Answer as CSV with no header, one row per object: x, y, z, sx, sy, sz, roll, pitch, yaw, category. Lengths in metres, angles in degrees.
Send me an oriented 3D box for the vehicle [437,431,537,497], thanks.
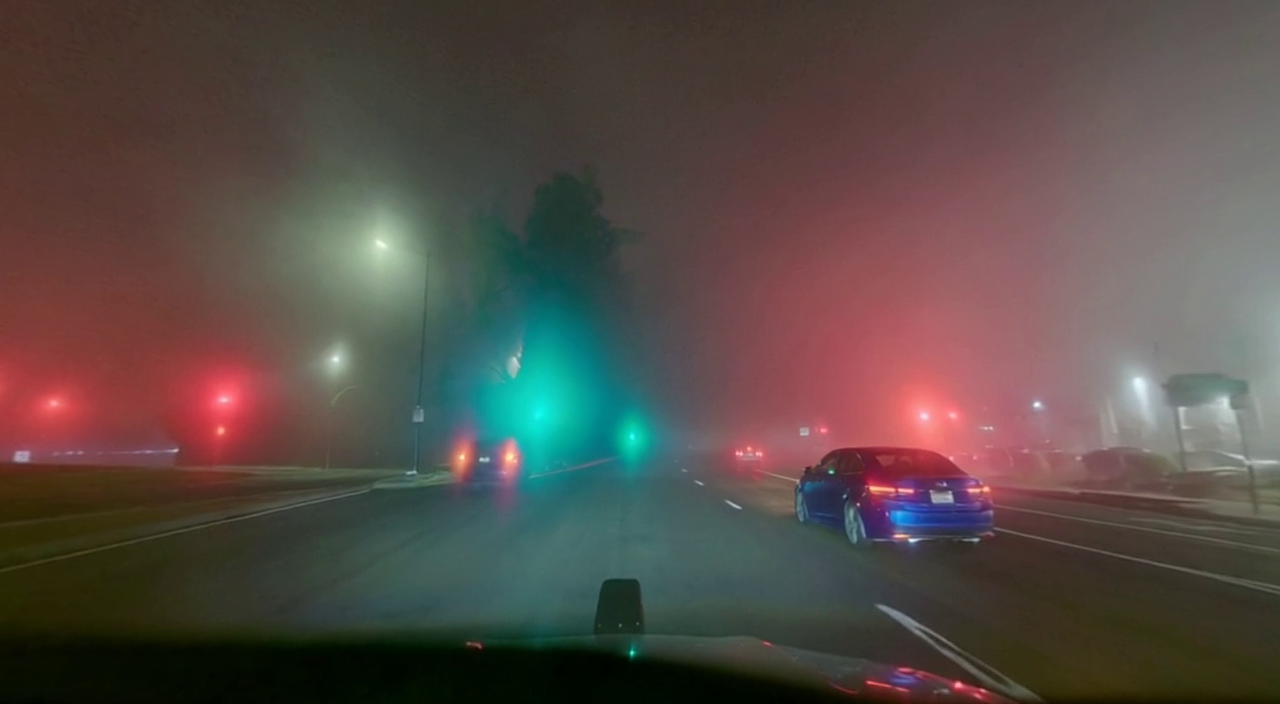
-4.295,3.214,18.508,2.085,1.693,4.301,0,-8,-3,vehicle

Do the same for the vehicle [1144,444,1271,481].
22.540,4.357,25.102,4.391,1.343,1.710,3,-9,-18,vehicle

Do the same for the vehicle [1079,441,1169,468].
27.840,5.874,36.317,4.494,1.467,1.877,3,-9,-20,vehicle

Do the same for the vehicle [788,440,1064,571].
3.669,2.015,9.190,1.918,1.418,4.360,0,-8,-1,vehicle
